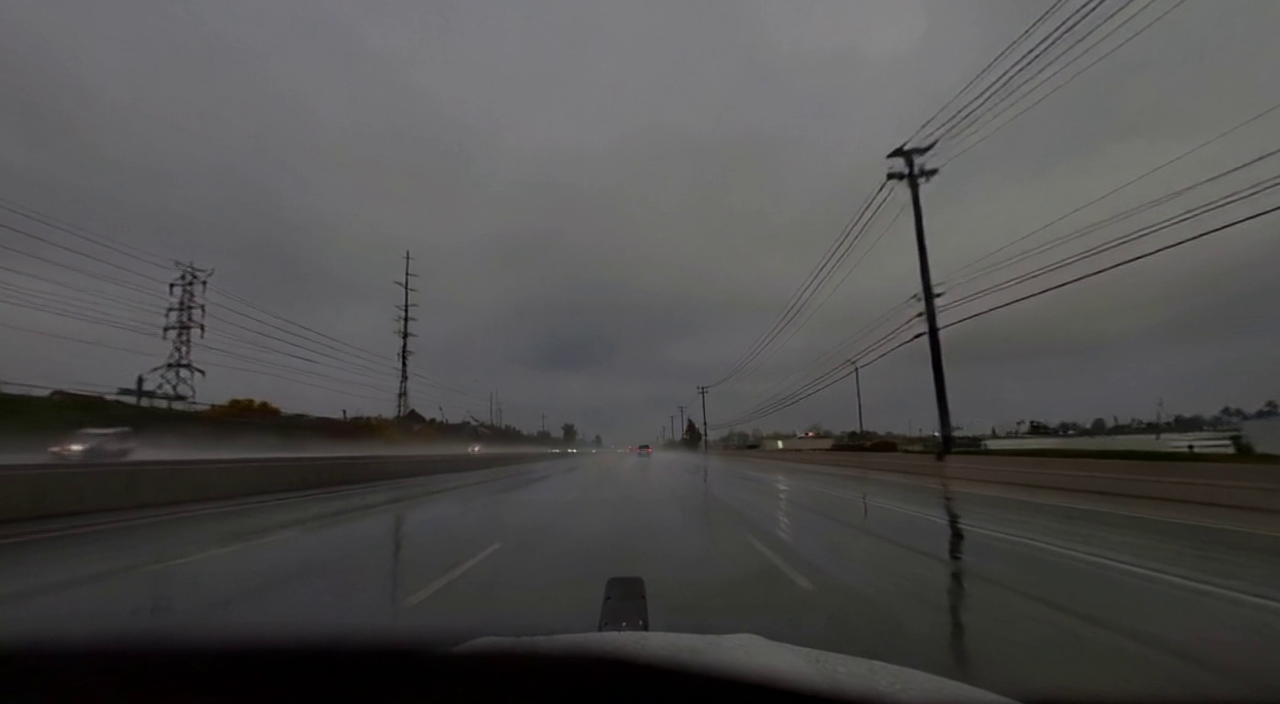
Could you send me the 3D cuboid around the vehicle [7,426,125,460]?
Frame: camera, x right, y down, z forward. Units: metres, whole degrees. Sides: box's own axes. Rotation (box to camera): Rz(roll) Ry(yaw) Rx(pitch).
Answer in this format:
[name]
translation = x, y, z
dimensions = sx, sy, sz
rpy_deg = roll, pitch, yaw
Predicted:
[vehicle]
translation = -34.174, 5.533, 37.822
dimensions = 2.040, 1.871, 5.216
rpy_deg = -1, -10, 1
